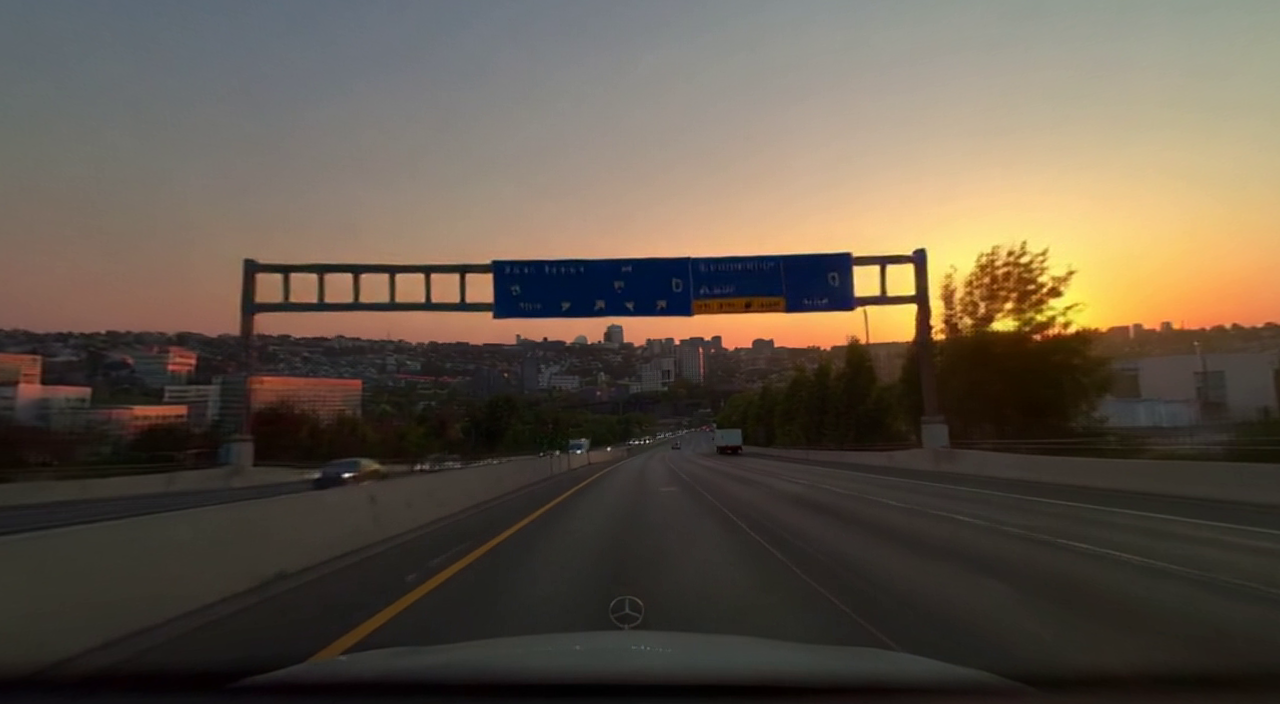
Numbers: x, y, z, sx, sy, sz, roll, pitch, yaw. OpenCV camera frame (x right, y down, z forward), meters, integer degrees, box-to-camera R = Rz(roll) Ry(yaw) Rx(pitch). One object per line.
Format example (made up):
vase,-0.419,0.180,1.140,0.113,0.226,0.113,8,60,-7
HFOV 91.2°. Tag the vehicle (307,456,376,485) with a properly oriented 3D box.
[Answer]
vehicle,-16.889,6.717,35.707,1.877,1.480,4.009,0,-9,1
